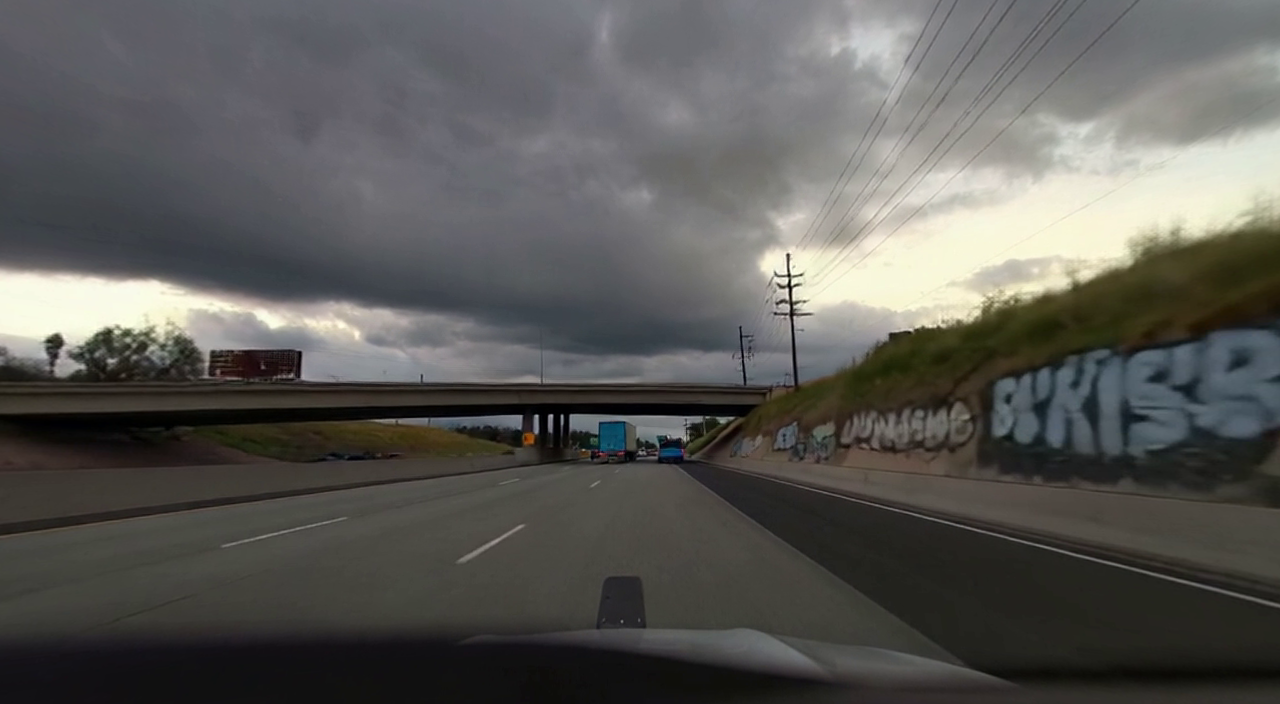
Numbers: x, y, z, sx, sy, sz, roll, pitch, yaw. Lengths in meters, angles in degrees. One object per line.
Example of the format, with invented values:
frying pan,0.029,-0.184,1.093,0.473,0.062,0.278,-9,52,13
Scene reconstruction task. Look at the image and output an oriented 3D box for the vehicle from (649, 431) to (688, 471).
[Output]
vehicle,1.935,7.083,45.084,2.462,2.627,5.799,0,-9,-1
